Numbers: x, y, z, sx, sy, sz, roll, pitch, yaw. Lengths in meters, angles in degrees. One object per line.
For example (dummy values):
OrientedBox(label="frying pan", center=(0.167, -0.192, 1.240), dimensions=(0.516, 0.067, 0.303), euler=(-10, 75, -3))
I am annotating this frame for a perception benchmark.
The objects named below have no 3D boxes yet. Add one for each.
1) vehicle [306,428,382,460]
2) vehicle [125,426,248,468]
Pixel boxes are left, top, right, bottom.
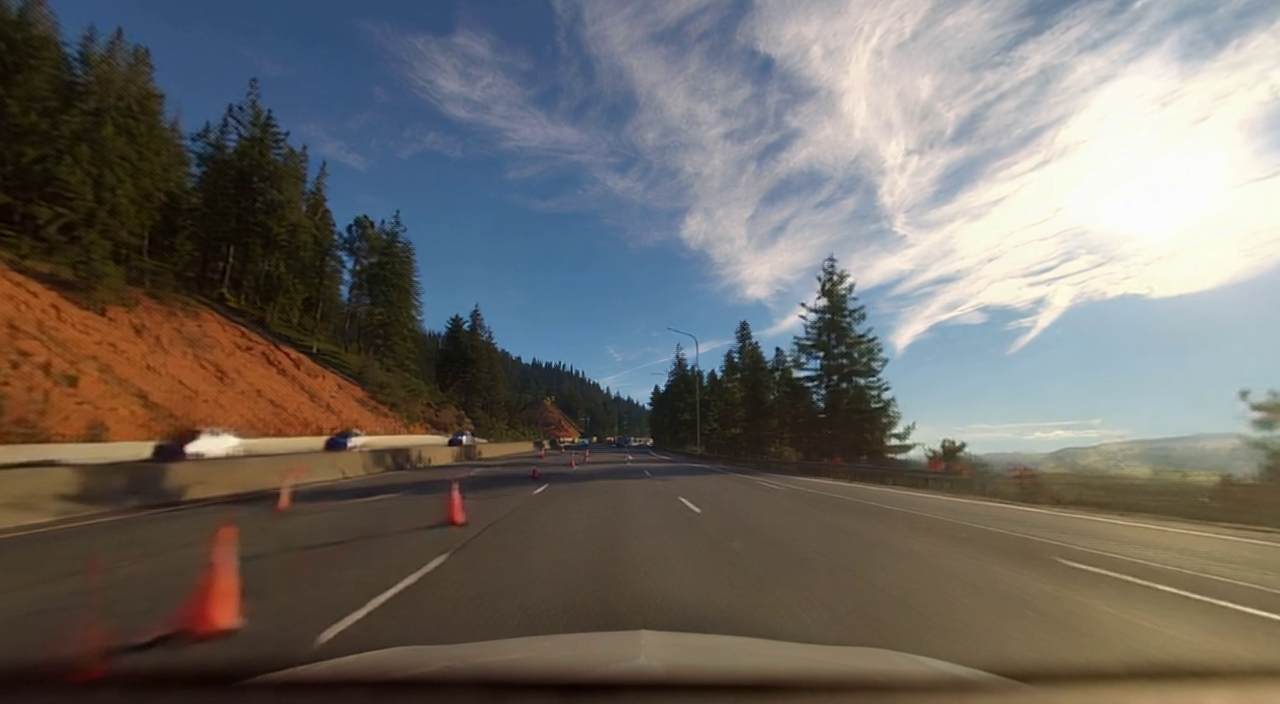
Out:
OrientedBox(label="vehicle", center=(-15.778, 4.947, 33.870), dimensions=(2.008, 1.598, 4.397), euler=(0, -8, -1))
OrientedBox(label="vehicle", center=(-19.483, 4.123, 27.411), dimensions=(1.971, 1.640, 4.581), euler=(0, -8, -1))
